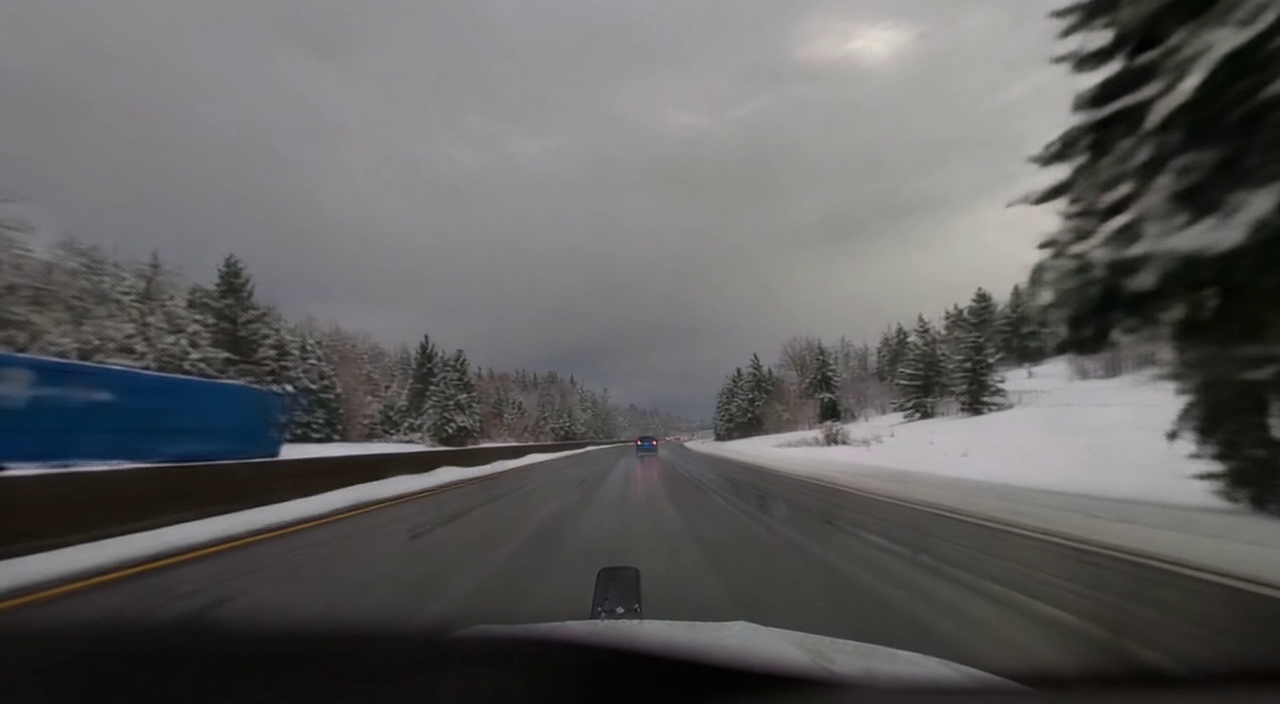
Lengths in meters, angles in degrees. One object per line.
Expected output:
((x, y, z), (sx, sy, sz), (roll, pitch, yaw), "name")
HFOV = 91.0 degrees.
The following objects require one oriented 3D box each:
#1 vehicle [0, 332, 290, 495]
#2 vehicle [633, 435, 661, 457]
((-16.341, 2.191, 19.824), (2.852, 3.779, 13.435), (0, -8, 0), "vehicle")
((0.546, 7.265, 48.757), (2.058, 1.649, 3.942), (0, -8, 0), "vehicle")
